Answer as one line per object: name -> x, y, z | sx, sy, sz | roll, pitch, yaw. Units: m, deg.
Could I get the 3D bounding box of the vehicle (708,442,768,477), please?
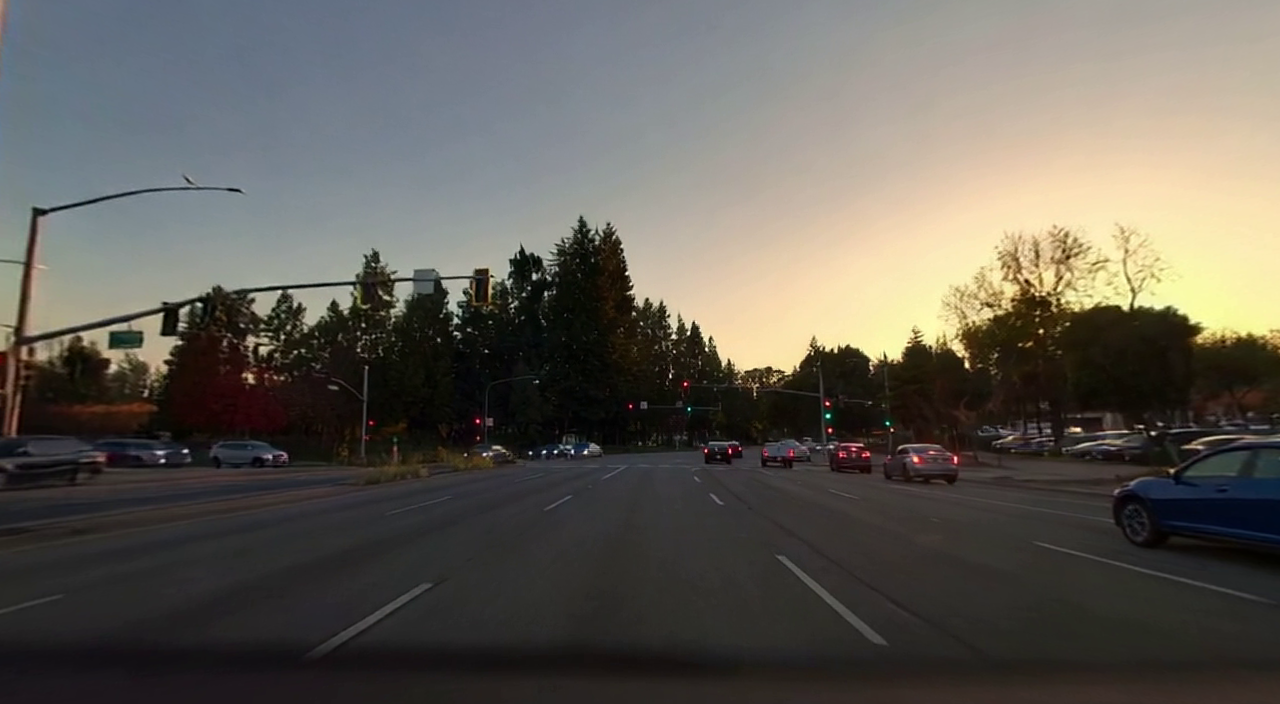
vehicle -> 4.709, 5.247, 31.064 | 2.292, 1.563, 4.734 | 0, -8, 2

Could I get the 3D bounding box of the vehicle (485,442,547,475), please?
vehicle -> -6.102, 5.281, 31.557 | 2.004, 1.529, 4.319 | -1, -8, 3

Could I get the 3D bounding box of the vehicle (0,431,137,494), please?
vehicle -> -18.633, 3.380, 19.543 | 1.981, 1.721, 4.772 | -1, -8, 2

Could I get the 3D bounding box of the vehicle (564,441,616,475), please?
vehicle -> -2.361, 5.181, 30.938 | 1.958, 1.542, 4.175 | -1, -8, 3

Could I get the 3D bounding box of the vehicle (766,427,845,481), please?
vehicle -> 7.320, 4.567, 28.485 | 2.186, 2.202, 5.426 | 0, -8, 1

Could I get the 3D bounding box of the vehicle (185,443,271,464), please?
vehicle -> -31.357, 7.719, 48.137 | 5.137, 1.482, 1.918 | 3, -9, -21

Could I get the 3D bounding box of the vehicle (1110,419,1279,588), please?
vehicle -> 7.210, 1.450, 6.058 | 2.051, 1.620, 4.702 | -1, -8, 6

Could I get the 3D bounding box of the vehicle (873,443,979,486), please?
vehicle -> 11.029, 4.349, 24.736 | 1.963, 1.513, 4.600 | 0, -8, 0
